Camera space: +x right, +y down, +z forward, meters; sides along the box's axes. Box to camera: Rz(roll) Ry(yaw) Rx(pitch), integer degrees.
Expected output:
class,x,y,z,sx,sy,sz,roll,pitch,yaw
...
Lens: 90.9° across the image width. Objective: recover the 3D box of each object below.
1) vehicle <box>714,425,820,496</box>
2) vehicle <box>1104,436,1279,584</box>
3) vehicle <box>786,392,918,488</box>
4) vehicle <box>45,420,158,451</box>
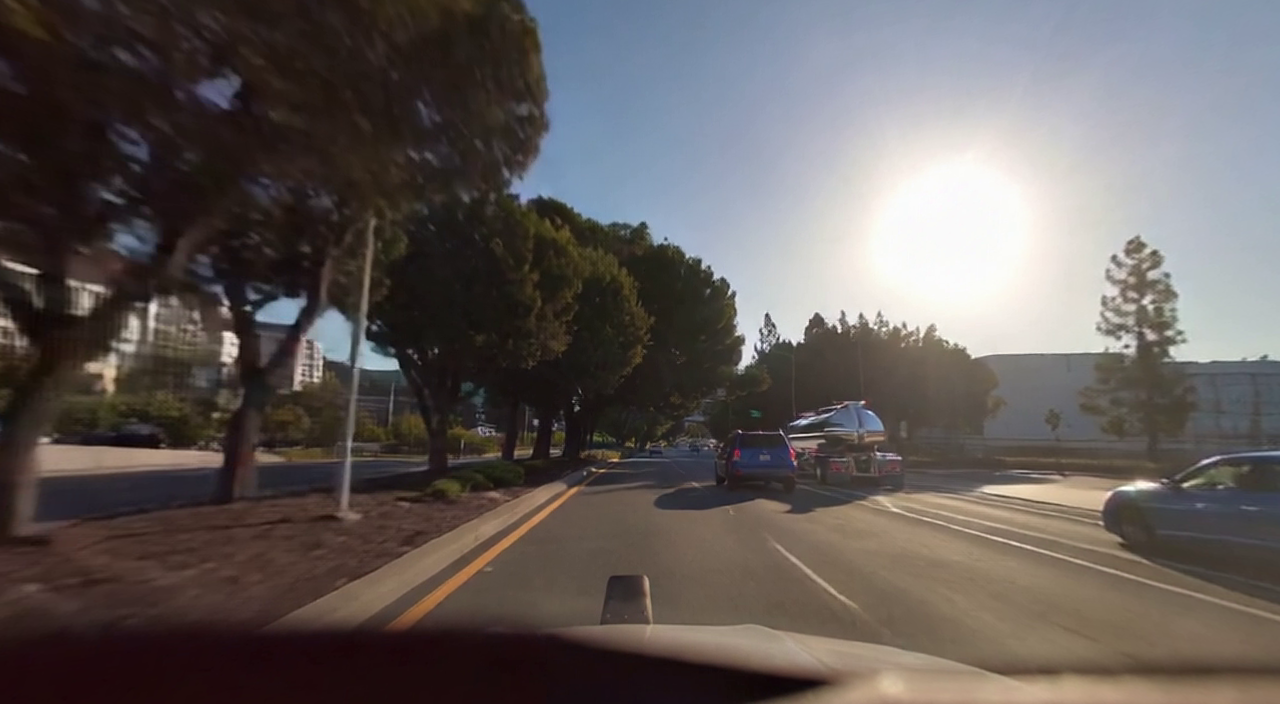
class,x,y,z,sx,sy,sz,roll,pitch,yaw
vehicle,3.389,3.007,17.822,2.045,1.729,4.532,0,-8,0
vehicle,7.448,1.625,6.562,1.966,1.476,4.270,0,-8,0
vehicle,7.856,3.419,24.429,2.849,3.207,6.275,0,-8,0
vehicle,-28.585,4.438,33.535,4.334,1.511,1.888,0,-8,3
